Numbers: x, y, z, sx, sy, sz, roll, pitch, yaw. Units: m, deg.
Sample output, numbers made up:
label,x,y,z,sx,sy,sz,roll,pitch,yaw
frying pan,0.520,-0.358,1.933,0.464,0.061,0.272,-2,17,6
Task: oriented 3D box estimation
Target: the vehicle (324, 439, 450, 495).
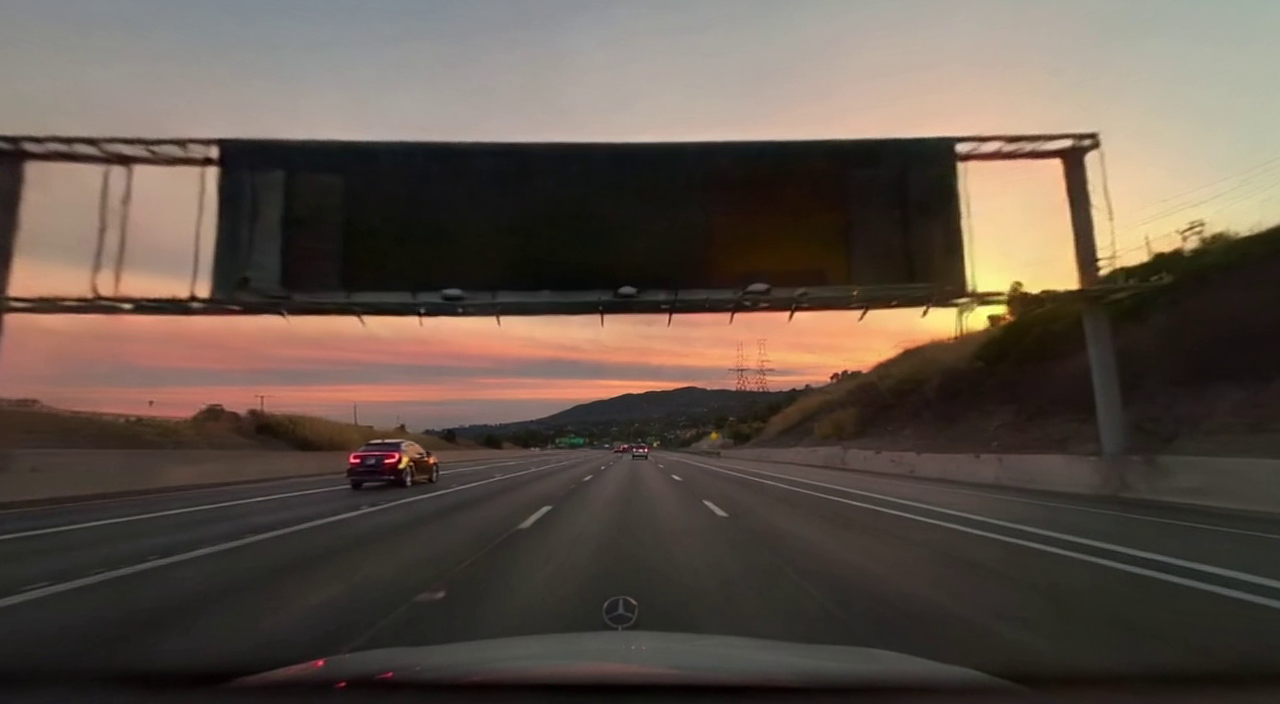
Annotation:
label,x,y,z,sx,sy,sz,roll,pitch,yaw
vehicle,-7.851,3.595,20.236,2.005,1.545,4.874,0,-8,0
